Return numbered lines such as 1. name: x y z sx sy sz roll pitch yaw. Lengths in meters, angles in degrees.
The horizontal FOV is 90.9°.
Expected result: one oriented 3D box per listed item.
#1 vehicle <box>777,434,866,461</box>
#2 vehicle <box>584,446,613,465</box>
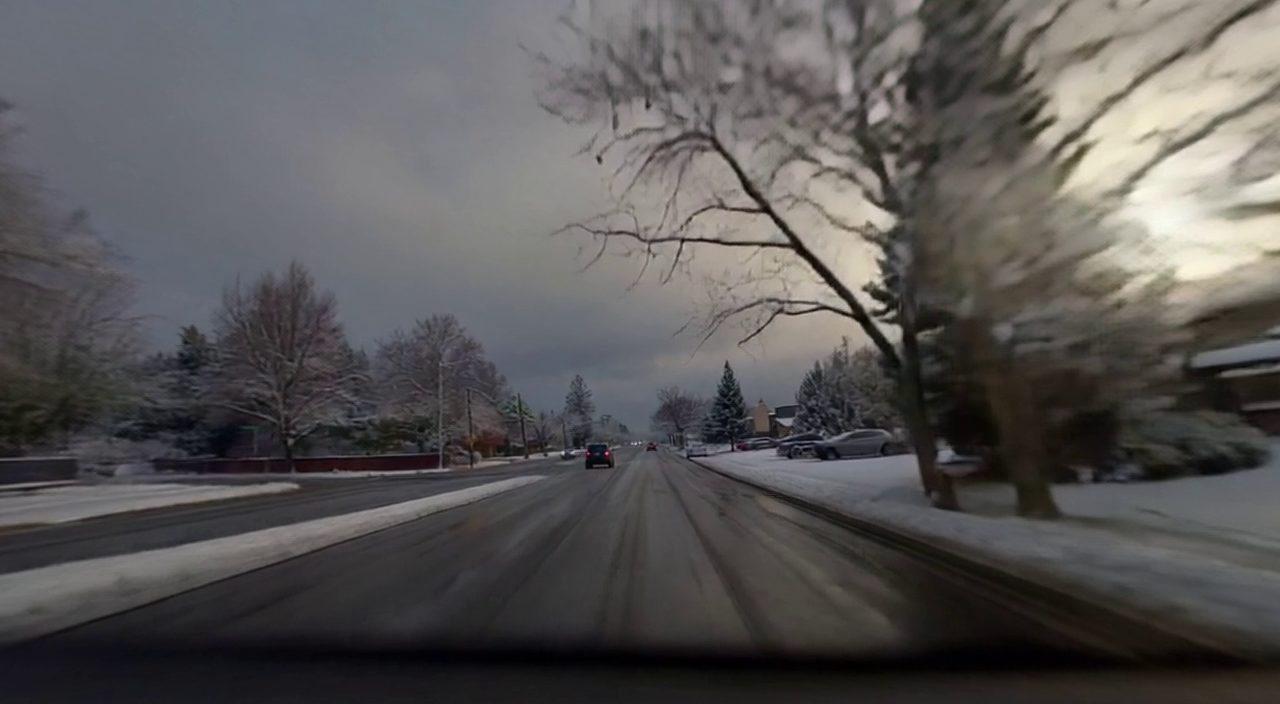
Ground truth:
1. vehicle: 10.653 5.647 37.174 4.606 1.525 1.932 0 -8 0
2. vehicle: -3.173 7.945 48.671 1.973 1.400 3.915 0 -8 0
